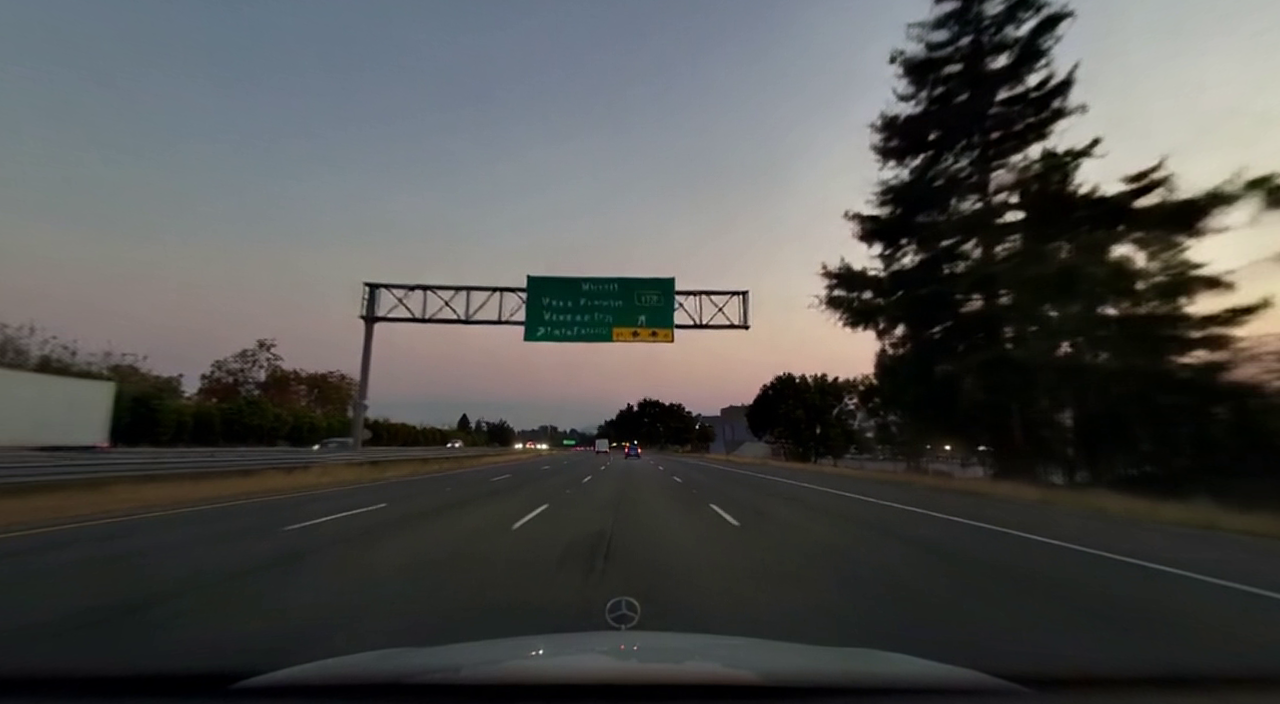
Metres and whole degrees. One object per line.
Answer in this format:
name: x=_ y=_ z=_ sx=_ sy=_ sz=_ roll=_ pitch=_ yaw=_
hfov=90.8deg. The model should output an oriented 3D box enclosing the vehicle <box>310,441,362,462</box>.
vehicle: x=-21.632 y=7.109 z=45.041 sx=1.752 sy=1.424 sz=3.932 roll=0 pitch=-9 yaw=-1
